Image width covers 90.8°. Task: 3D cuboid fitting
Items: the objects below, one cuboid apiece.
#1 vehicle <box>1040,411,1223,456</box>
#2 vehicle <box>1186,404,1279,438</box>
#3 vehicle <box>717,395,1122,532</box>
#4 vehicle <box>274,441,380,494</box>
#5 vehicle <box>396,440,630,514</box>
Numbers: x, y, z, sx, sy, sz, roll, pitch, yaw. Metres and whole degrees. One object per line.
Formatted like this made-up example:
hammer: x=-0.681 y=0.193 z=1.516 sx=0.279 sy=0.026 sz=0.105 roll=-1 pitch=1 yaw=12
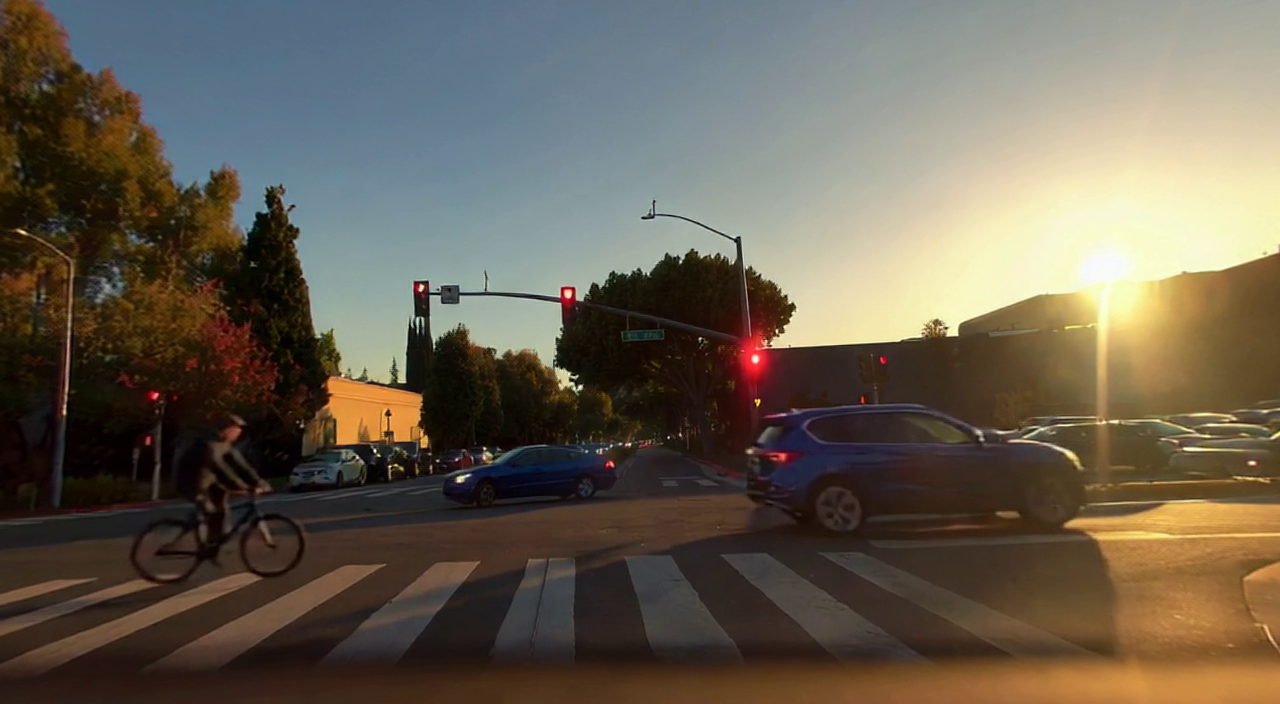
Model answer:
vehicle: x=16.958 y=2.903 z=22.101 sx=4.560 sy=1.453 sz=1.851 roll=-3 pitch=-9 yaw=18
vehicle: x=34.900 y=4.018 z=36.646 sx=4.326 sy=1.511 sz=1.725 roll=-8 pitch=-9 yaw=17
vehicle: x=3.806 y=1.666 z=9.610 sx=5.122 sy=1.781 sz=2.098 roll=-1 pitch=-9 yaw=5
vehicle: x=-13.737 y=5.055 z=28.139 sx=2.251 sy=1.957 sz=4.968 roll=-4 pitch=-9 yaw=-1
vehicle: x=-2.510 y=2.583 z=13.304 sx=4.533 sy=1.419 sz=1.755 roll=0 pitch=-9 yaw=-4
